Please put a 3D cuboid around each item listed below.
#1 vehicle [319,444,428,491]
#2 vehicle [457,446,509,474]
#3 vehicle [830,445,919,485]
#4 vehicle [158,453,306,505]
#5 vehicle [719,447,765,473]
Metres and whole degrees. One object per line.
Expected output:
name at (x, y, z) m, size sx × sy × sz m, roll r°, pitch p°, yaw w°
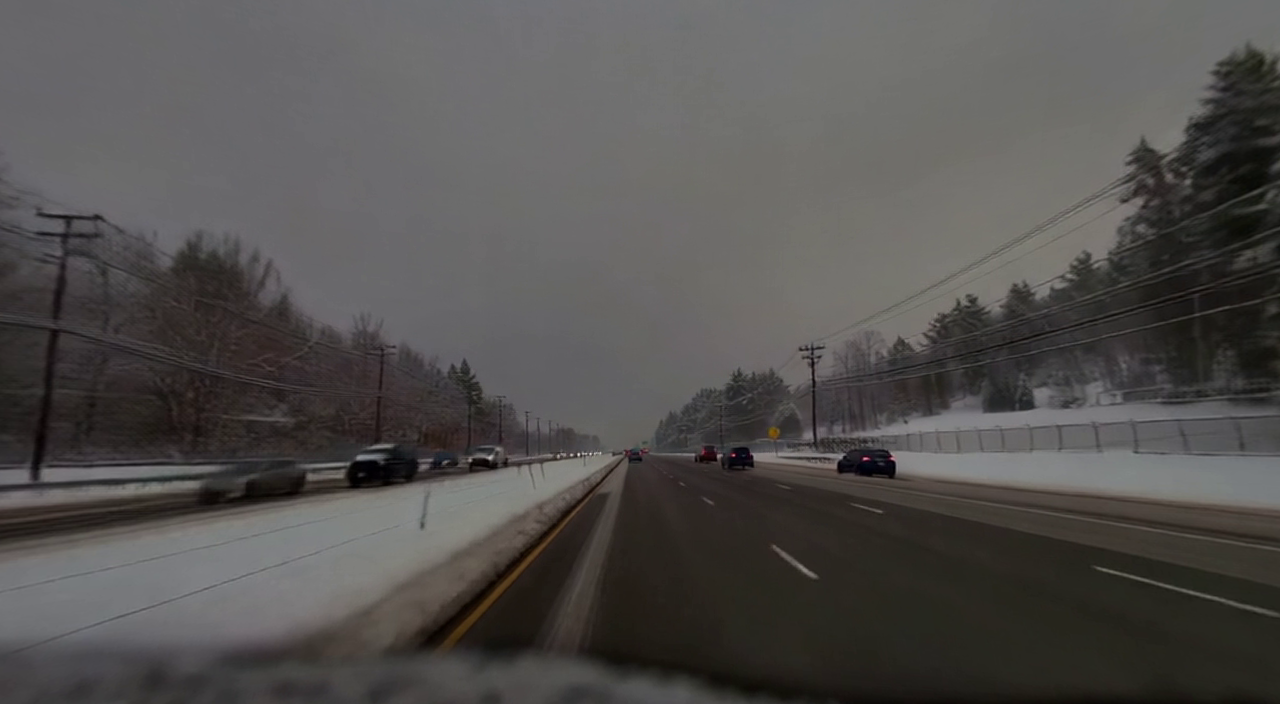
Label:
vehicle at (-10.061, 4.368, 24.288) m, size 2.225 × 1.643 × 4.403 m, roll 0°, pitch -9°, yaw 1°
vehicle at (-10.035, 6.896, 40.621) m, size 2.170 × 1.635 × 4.356 m, roll 0°, pitch -9°, yaw 1°
vehicle at (9.725, 4.712, 26.654) m, size 1.969 × 1.506 × 4.422 m, roll 0°, pitch -9°, yaw -1°
vehicle at (-13.303, 4.136, 21.009) m, size 1.999 × 1.460 × 4.390 m, roll 0°, pitch -9°, yaw 0°
vehicle at (6.352, 6.805, 39.995) m, size 2.069 × 1.520 × 4.614 m, roll 0°, pitch -9°, yaw -1°
